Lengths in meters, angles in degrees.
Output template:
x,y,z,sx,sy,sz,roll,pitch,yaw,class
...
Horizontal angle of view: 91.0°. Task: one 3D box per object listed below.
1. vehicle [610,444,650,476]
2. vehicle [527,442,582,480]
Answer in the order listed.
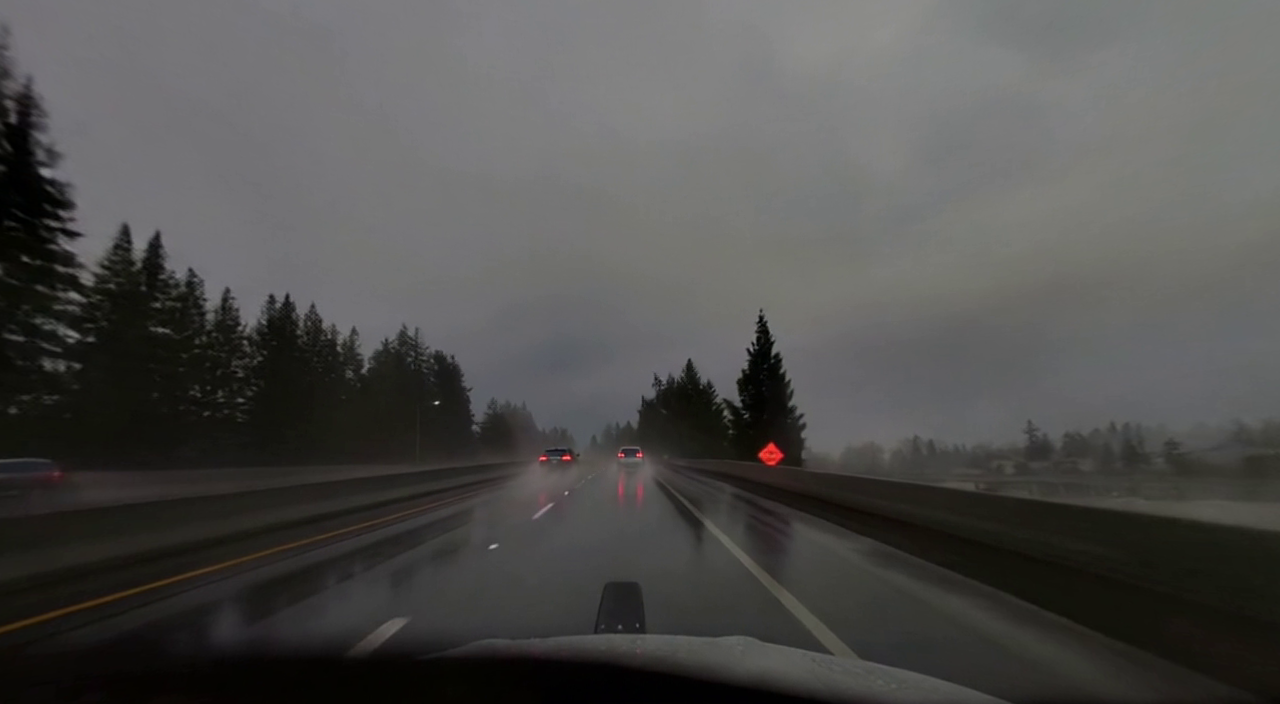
x,y,z,sx,sy,sz,roll,pitch,yaw,class
-0.529,5.988,35.087,2.130,1.684,3.826,0,-9,0,vehicle
-4.182,5.395,31.516,2.130,1.741,4.665,0,-9,0,vehicle
